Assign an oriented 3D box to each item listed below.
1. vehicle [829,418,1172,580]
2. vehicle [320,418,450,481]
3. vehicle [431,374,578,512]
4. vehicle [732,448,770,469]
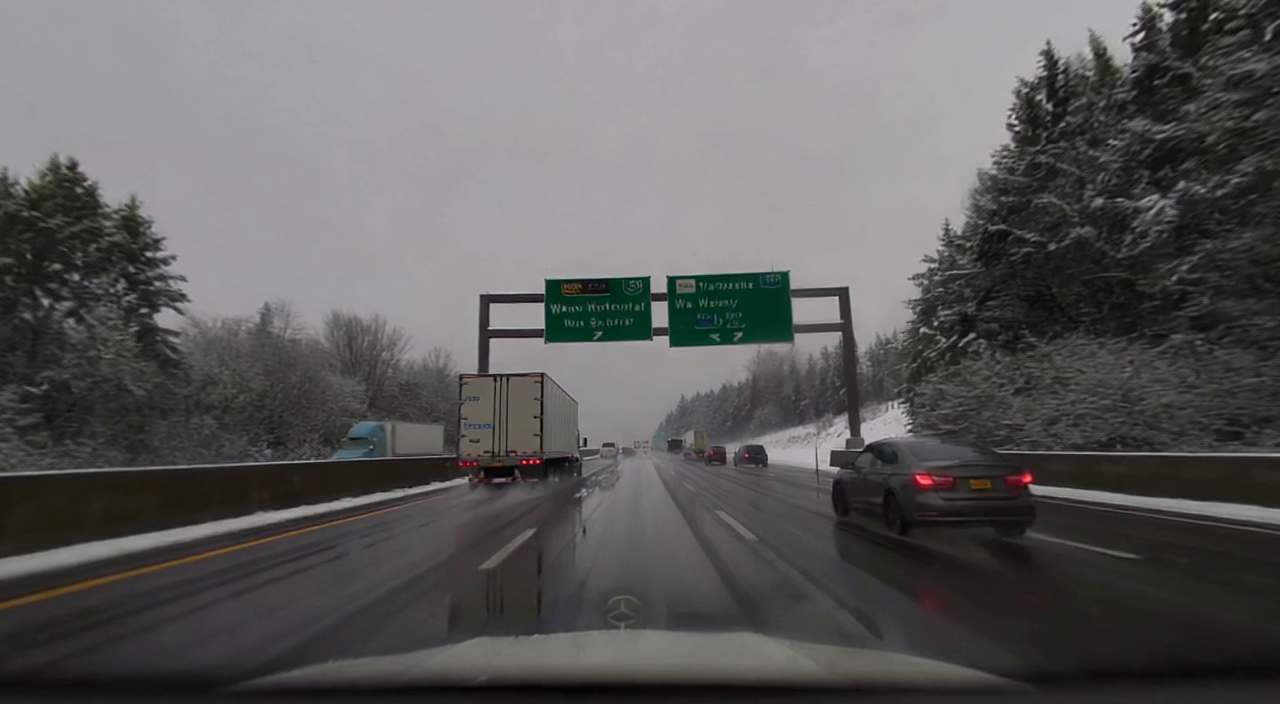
[{"bbox_3d":[4.106,1.741,8.170,1.983,1.545,4.038,0,-9,-1],"label":"vehicle"},{"bbox_3d":[-19.024,7.588,49.071,3.205,4.080,16.329,0,-9,1],"label":"vehicle"},{"bbox_3d":[-3.483,2.632,18.119,2.667,3.195,6.731,0,-9,0],"label":"vehicle"},{"bbox_3d":[7.983,7.681,45.587,1.876,1.475,4.185,0,-9,-1],"label":"vehicle"}]
